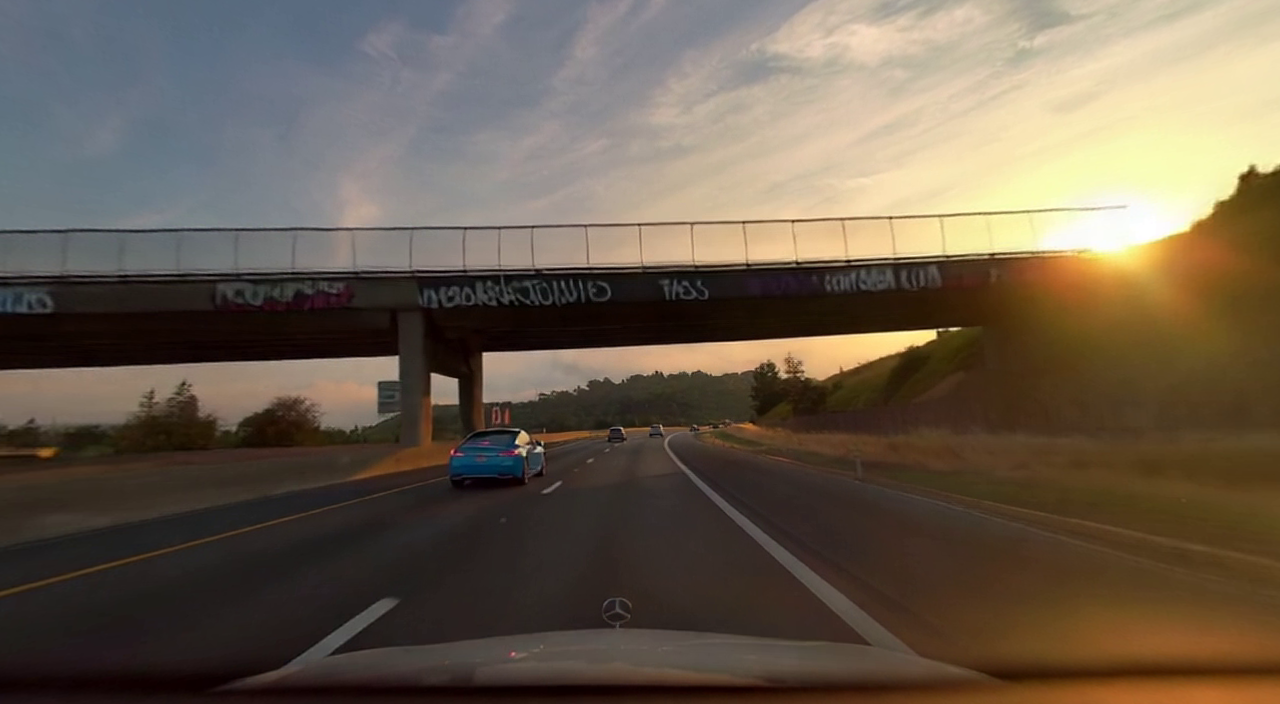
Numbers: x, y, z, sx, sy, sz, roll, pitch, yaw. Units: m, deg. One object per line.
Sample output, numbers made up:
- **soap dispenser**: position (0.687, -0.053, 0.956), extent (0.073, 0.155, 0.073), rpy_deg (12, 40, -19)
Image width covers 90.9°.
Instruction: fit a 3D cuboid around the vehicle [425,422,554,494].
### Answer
- **vehicle**: position (-3.614, 2.634, 16.151), extent (2.108, 1.555, 4.574), rpy_deg (0, -8, 1)
